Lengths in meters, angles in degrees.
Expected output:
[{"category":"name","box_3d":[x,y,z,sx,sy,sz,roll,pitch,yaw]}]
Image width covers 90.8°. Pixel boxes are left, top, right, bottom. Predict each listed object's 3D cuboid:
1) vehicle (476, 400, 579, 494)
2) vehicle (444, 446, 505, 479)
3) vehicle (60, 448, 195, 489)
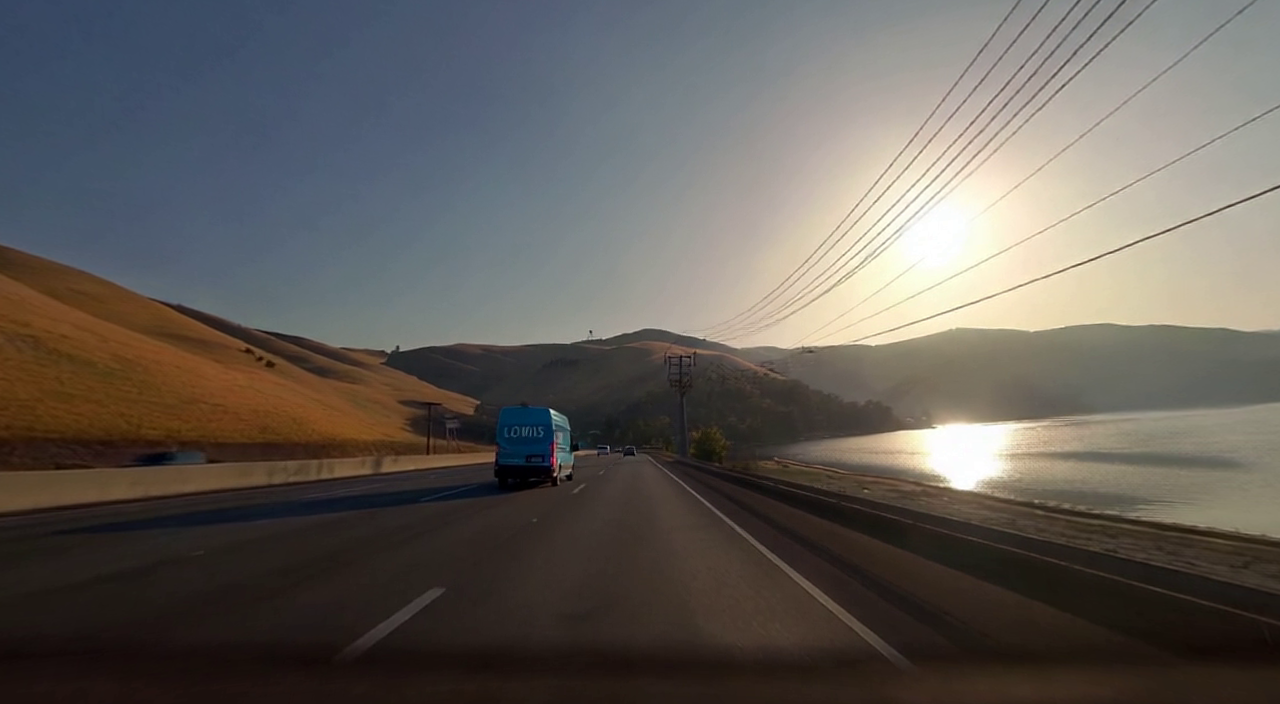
[{"category":"vehicle","box_3d":[-3.640,3.298,22.018,2.331,2.757,6.581,0,-8,0]},{"category":"vehicle","box_3d":[-7.764,5.204,29.991,1.822,1.448,3.873,0,-8,0]},{"category":"vehicle","box_3d":[-21.049,4.763,26.238,1.841,1.541,4.469,0,-8,0]}]
